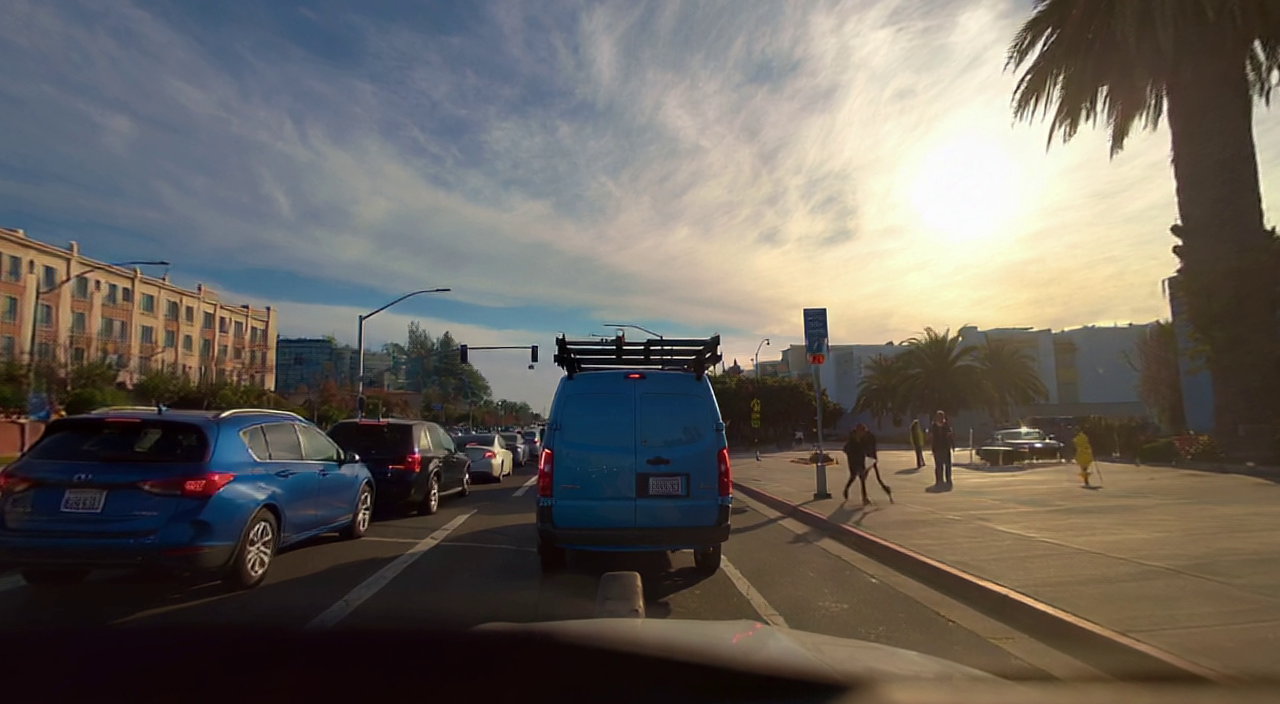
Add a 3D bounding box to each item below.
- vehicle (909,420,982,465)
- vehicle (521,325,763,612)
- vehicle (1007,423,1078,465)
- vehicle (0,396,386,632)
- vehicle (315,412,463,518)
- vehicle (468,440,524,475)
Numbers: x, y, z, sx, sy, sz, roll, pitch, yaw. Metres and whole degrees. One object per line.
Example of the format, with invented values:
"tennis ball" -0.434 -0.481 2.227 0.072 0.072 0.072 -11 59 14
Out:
"vehicle" 12.659 3.762 26.048 2.046 1.675 3.924 -6 -10 33
"vehicle" -0.191 1.219 7.192 1.902 2.238 4.263 1 -9 -6
"vehicle" 15.806 3.618 24.725 2.048 1.475 3.972 -6 -10 34
"vehicle" -4.387 1.466 6.673 1.986 1.643 4.315 1 -9 -6
"vehicle" -5.203 2.409 13.905 2.089 1.854 5.022 2 -9 -11
"vehicle" -6.820 4.893 29.588 1.818 1.479 4.428 4 -9 -22
